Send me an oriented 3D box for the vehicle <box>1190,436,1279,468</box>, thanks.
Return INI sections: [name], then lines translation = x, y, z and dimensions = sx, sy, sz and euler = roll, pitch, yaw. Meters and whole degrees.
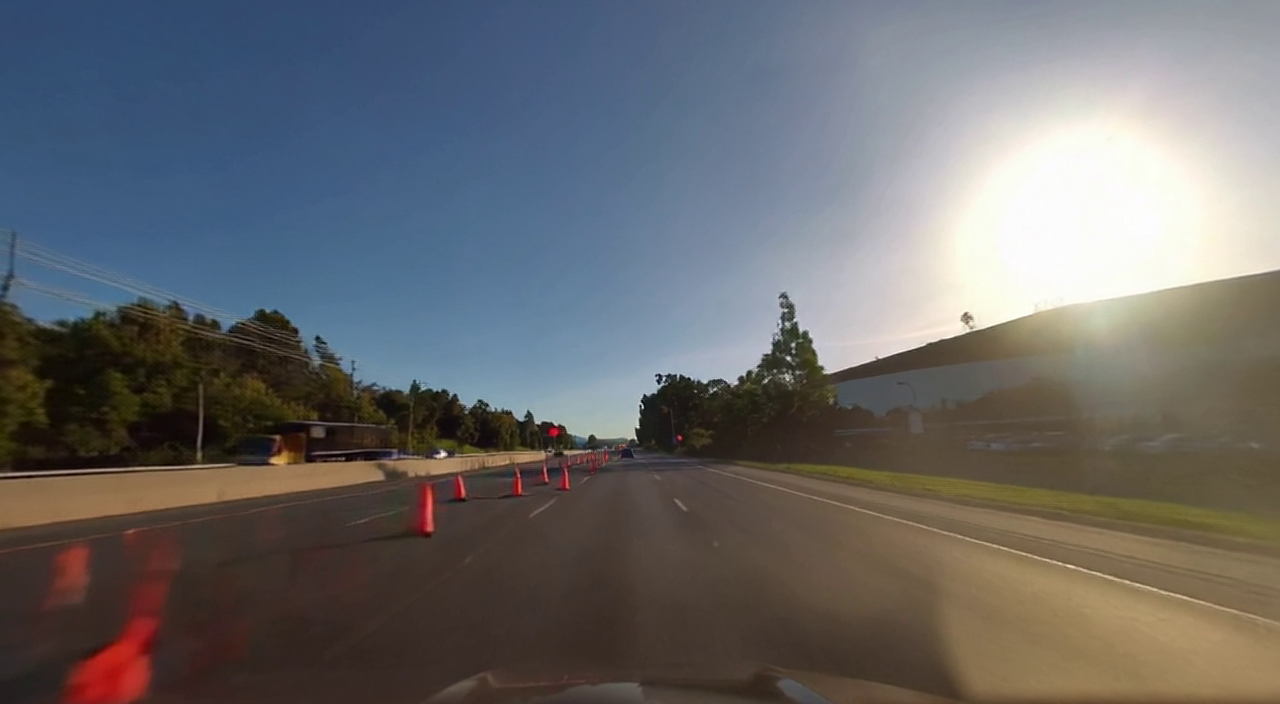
[vehicle]
translation = 30.414, 4.982, 31.428
dimensions = 4.160, 1.547, 1.986
euler = 0, -9, -1
